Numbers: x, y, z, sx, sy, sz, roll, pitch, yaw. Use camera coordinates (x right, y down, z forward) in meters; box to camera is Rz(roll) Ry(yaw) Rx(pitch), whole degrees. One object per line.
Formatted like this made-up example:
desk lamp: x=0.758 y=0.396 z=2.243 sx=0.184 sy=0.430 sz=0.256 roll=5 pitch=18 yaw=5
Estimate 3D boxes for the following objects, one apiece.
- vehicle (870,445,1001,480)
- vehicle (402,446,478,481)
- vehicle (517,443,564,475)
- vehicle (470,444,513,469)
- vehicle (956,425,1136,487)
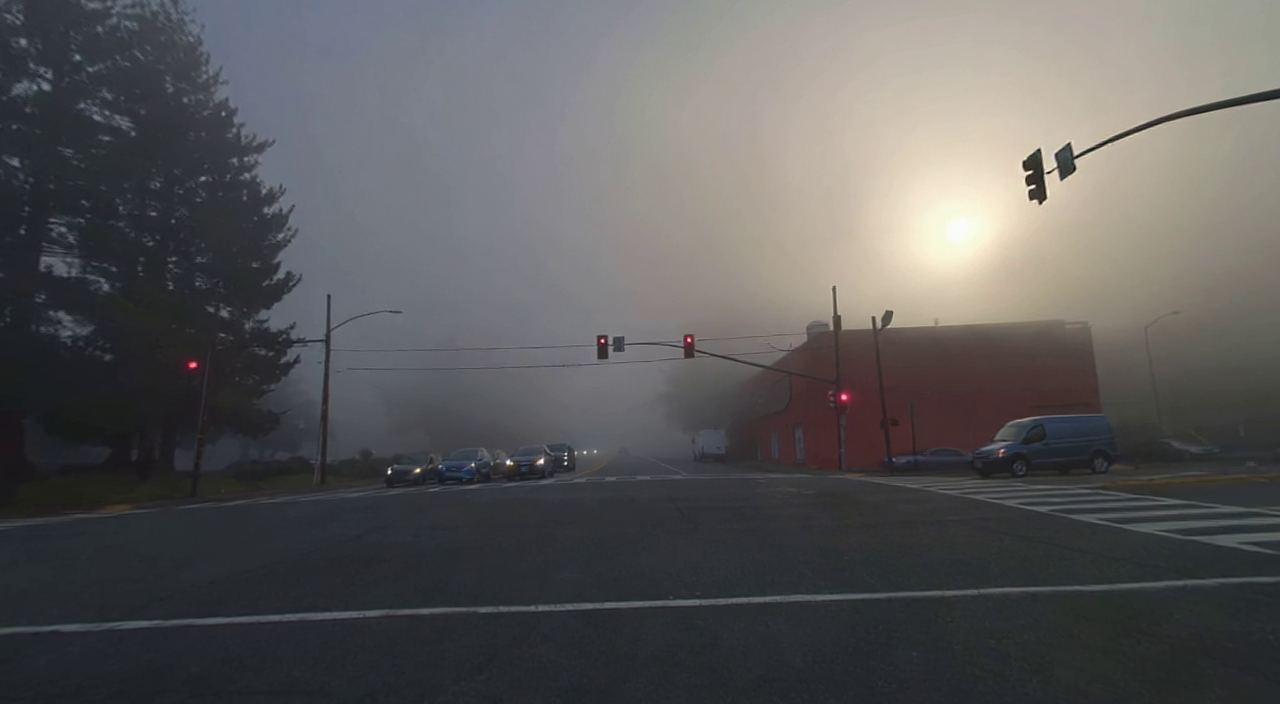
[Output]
vehicle: x=13.033 y=4.880 z=28.037 sx=4.828 sy=1.453 sz=1.919 roll=0 pitch=-9 yaw=-3
vehicle: x=-9.010 y=5.032 z=28.851 sx=2.024 sy=1.460 sz=4.381 roll=0 pitch=-9 yaw=0
vehicle: x=-4.769 y=5.166 z=30.770 sx=1.846 sy=1.416 sz=4.228 roll=0 pitch=-9 yaw=-4
vehicle: x=-9.020 y=6.376 z=38.756 sx=1.779 sy=1.460 sz=4.463 roll=0 pitch=-9 yaw=-3
vehicle: x=14.835 y=3.762 z=23.121 sx=5.910 sy=2.046 sz=2.228 roll=3 pitch=-9 yaw=-19
